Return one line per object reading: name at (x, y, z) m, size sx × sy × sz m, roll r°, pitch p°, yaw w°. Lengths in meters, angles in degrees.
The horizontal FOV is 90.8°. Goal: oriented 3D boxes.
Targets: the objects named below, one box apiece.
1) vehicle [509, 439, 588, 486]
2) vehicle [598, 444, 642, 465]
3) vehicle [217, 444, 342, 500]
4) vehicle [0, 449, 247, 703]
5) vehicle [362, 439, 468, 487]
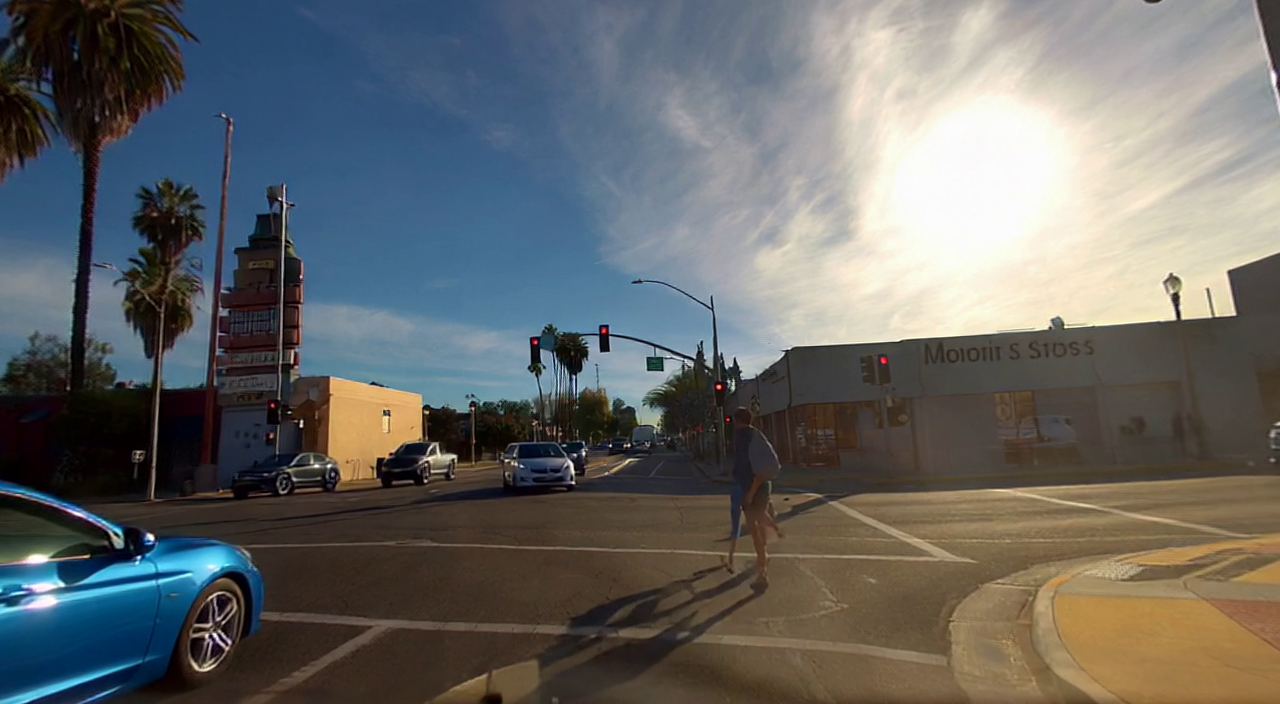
vehicle at (-3.361, 3.889, 22.493) m, size 1.839 × 1.468 × 4.549 m, roll 3°, pitch -9°, yaw -20°
vehicle at (-1.534, 7.992, 49.582) m, size 2.181 × 1.549 × 4.345 m, roll -3°, pitch -9°, yaw 17°
vehicle at (-13.135, 4.394, 23.398) m, size 1.870 × 1.705 × 4.426 m, roll -6°, pitch -10°, yaw 3°
vehicle at (-3.697, 1.018, 2.242) m, size 1.850 × 1.325 × 4.295 m, roll 0°, pitch -9°, yaw 0°
vehicle at (-9.294, 4.676, 26.750) m, size 2.050 × 1.792 × 5.507 m, roll -1°, pitch -9°, yaw 5°
